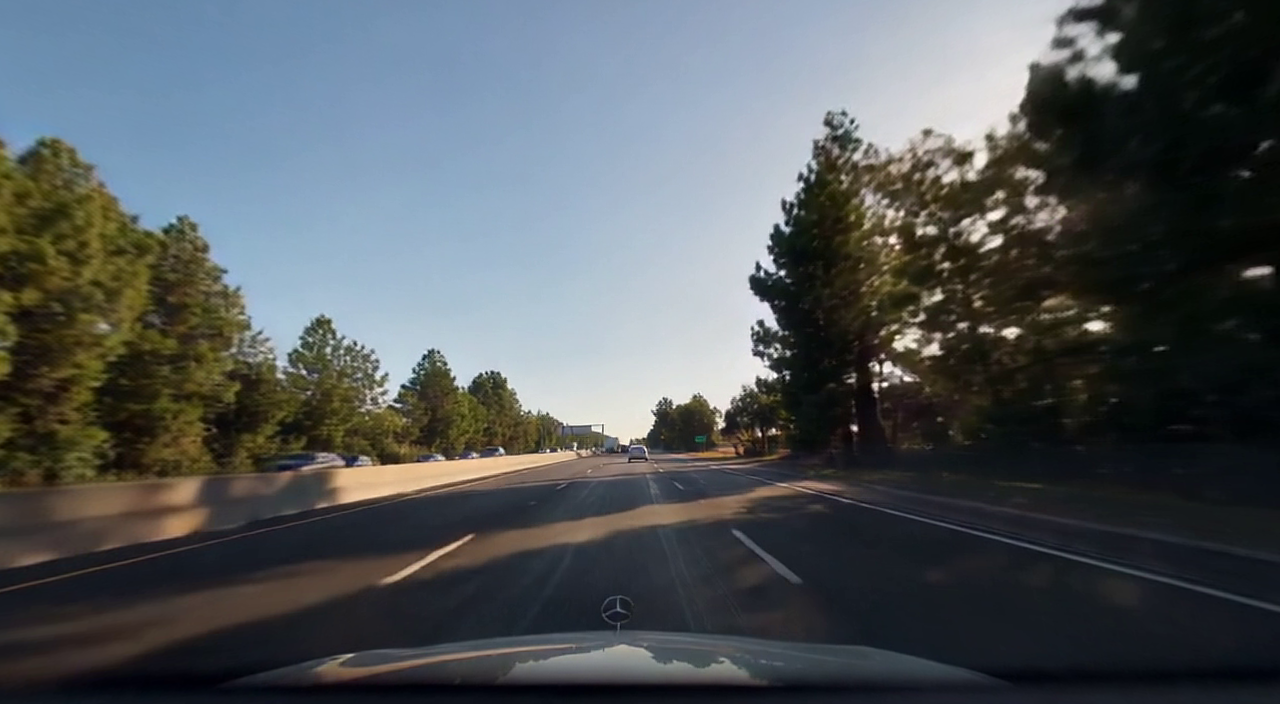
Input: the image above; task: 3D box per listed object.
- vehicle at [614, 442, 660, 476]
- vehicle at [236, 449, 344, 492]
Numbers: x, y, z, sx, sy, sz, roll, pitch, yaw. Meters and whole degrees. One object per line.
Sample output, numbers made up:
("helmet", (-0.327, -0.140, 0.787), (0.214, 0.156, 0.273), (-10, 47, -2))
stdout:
("vehicle", (-0.179, 5.197, 30.651), (2.095, 1.537, 4.017), (0, -9, -1))
("vehicle", (-13.636, 4.622, 24.746), (1.896, 1.509, 4.060), (0, -9, 0))
